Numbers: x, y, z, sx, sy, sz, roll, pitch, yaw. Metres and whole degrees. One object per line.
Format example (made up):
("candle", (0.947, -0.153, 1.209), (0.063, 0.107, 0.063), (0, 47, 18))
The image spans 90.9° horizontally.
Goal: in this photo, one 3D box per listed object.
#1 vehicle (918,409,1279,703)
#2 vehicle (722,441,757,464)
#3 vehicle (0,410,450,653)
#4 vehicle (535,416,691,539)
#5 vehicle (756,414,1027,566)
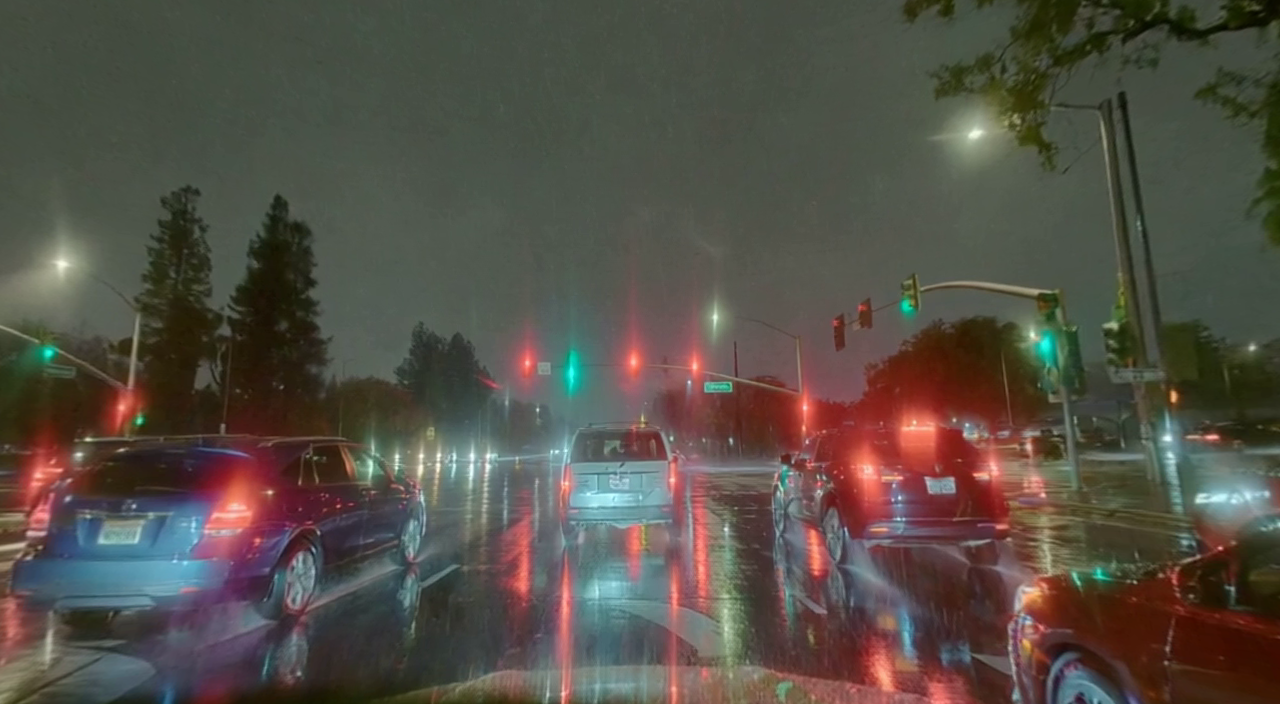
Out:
("vehicle", (3.257, 1.025, 2.846), (1.960, 1.460, 4.233), (0, -8, -2))
("vehicle", (7.638, 7.753, 48.775), (1.986, 1.701, 4.380), (0, -8, -1))
("vehicle", (-3.538, 1.440, 6.171), (1.941, 1.492, 4.399), (0, -8, 1))
("vehicle", (-0.405, 2.088, 11.059), (2.215, 1.749, 3.976), (0, -8, -1))
("vehicle", (3.294, 1.899, 9.487), (2.097, 1.707, 4.461), (0, -8, -2))
